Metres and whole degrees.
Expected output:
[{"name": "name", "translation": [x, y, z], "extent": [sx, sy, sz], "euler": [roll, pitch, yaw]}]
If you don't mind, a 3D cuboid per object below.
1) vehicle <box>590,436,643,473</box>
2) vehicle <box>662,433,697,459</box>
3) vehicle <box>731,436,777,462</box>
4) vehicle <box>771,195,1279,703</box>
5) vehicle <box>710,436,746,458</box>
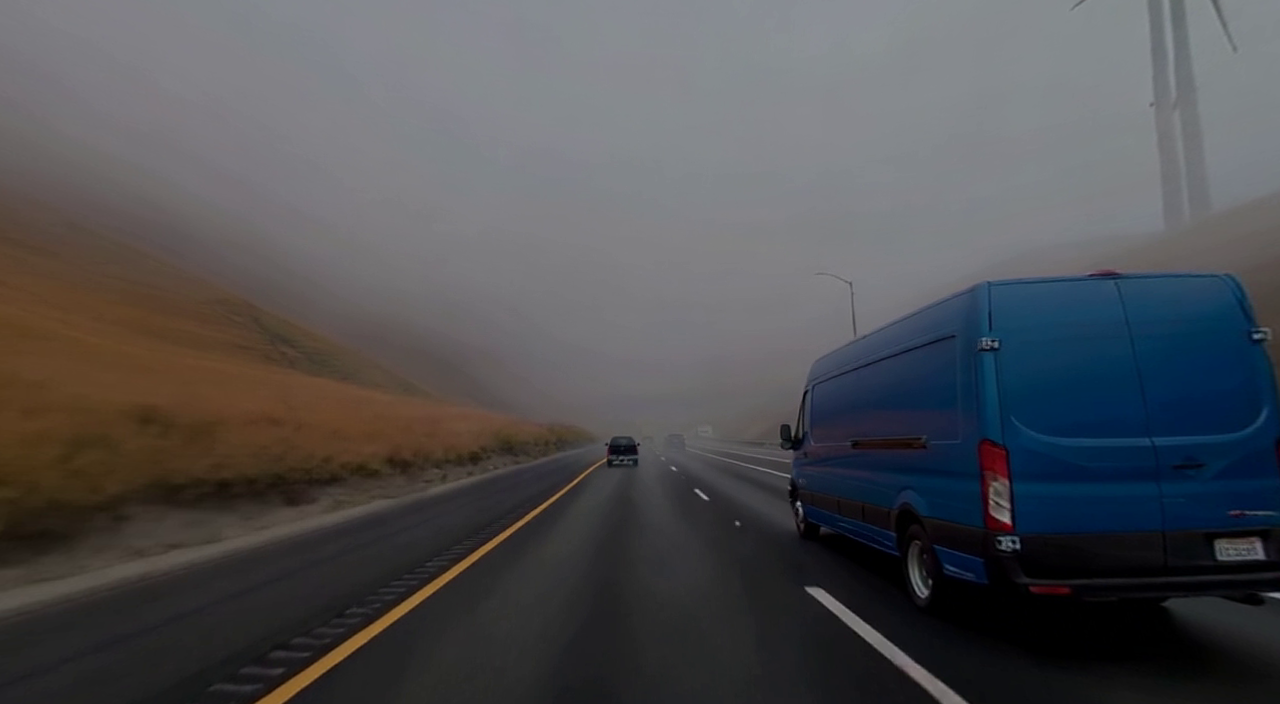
[{"name": "vehicle", "translation": [-0.933, 4.278, 26.574], "extent": [2.082, 1.445, 3.826], "euler": [0, -8, -1]}, {"name": "vehicle", "translation": [2.697, 6.556, 44.289], "extent": [2.108, 1.717, 3.996], "euler": [0, -8, -1]}, {"name": "vehicle", "translation": [6.890, 5.901, 38.681], "extent": [1.858, 1.475, 4.421], "euler": [0, -8, -2]}, {"name": "vehicle", "translation": [3.093, 0.860, 6.104], "extent": [2.365, 2.630, 5.754], "euler": [0, -8, 0]}, {"name": "vehicle", "translation": [6.398, 6.944, 46.295], "extent": [1.850, 1.475, 4.460], "euler": [0, -8, -1]}]
